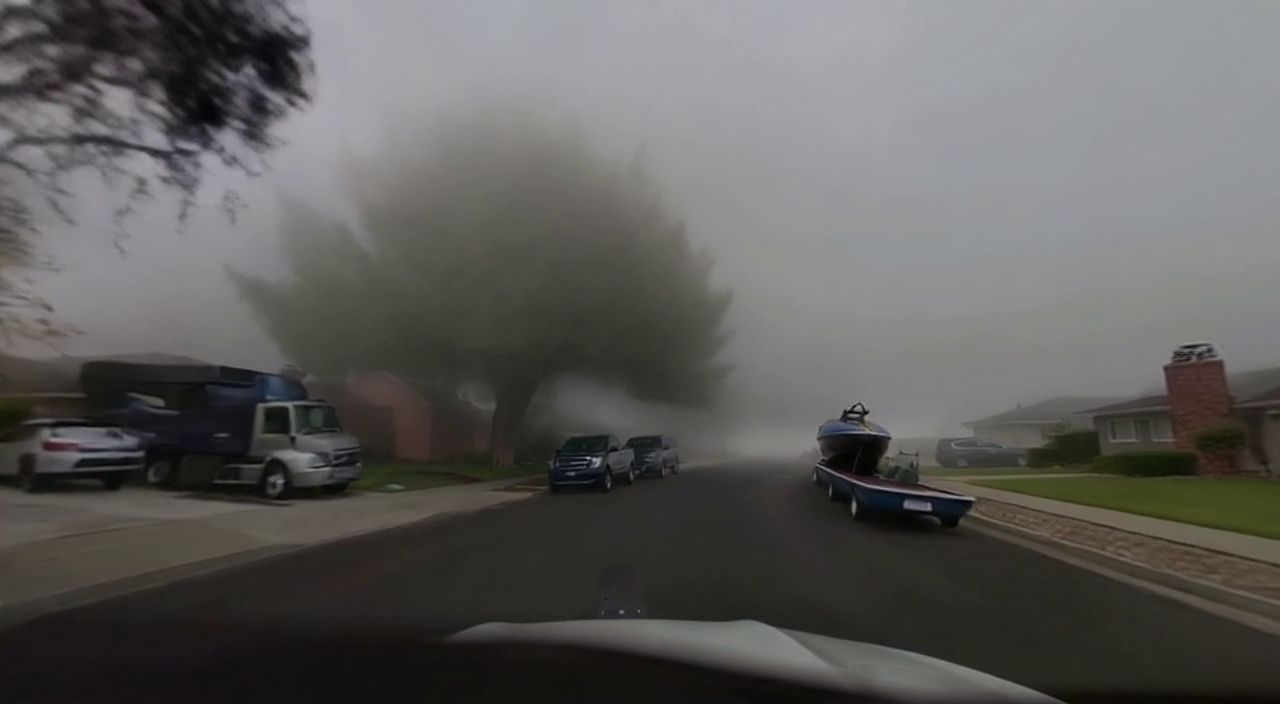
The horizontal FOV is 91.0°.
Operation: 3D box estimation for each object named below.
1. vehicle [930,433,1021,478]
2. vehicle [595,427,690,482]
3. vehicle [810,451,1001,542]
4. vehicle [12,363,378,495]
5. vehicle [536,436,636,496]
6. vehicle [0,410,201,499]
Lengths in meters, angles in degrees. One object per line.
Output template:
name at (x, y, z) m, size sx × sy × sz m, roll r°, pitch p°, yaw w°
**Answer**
vehicle at (16.397, 5.041, 30.851) m, size 3.470 × 2.123 × 1.584 m, roll 0°, pitch -8°, yaw 1°
vehicle at (0.303, 4.717, 29.141) m, size 2.632 × 2.249 × 6.179 m, roll -3°, pitch -9°, yaw 17°
vehicle at (5.597, 3.084, 14.565) m, size 2.804 × 1.336 × 6.700 m, roll -1°, pitch -7°, yaw 12°
vehicle at (-11.513, 2.102, 16.760) m, size 7.767 × 3.105 × 2.858 m, roll -1°, pitch -9°, yaw 6°
vehicle at (-1.631, 3.722, 20.929) m, size 2.052 × 1.745 × 4.737 m, roll -2°, pitch -9°, yaw 11°
vehicle at (-12.553, 2.235, 13.874) m, size 4.360 × 1.746 × 2.079 m, roll -1°, pitch -9°, yaw 9°
